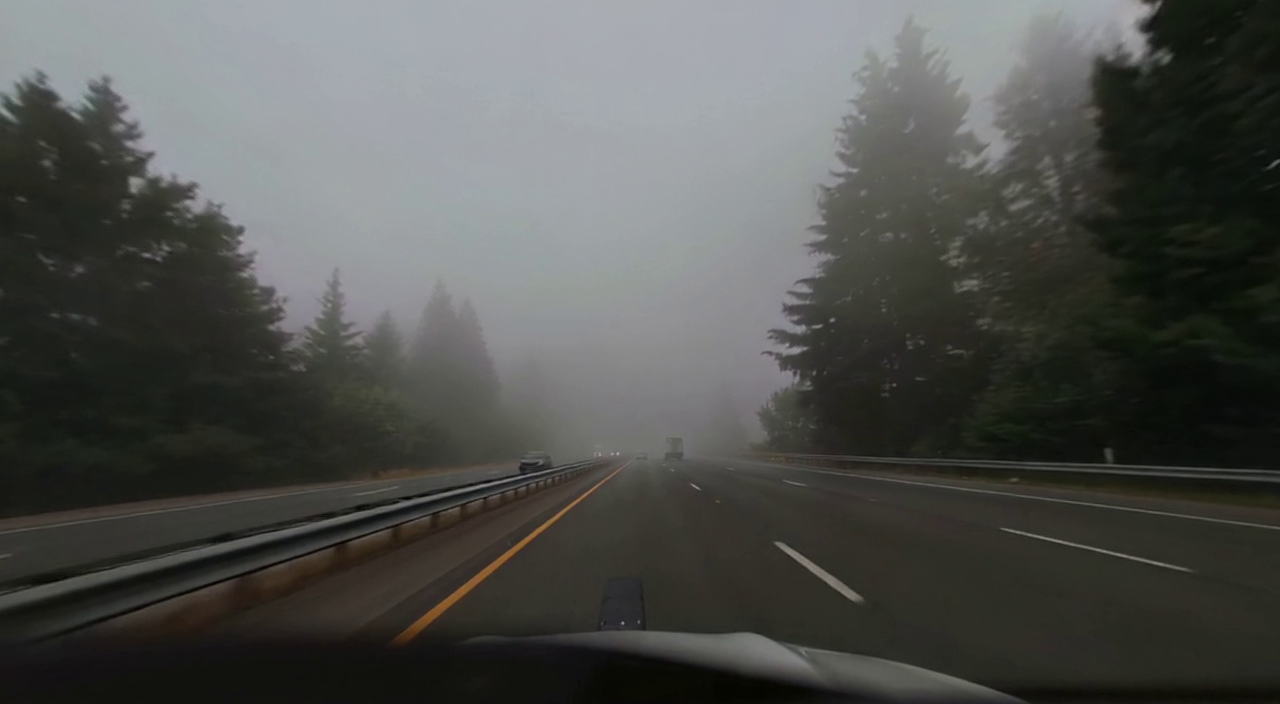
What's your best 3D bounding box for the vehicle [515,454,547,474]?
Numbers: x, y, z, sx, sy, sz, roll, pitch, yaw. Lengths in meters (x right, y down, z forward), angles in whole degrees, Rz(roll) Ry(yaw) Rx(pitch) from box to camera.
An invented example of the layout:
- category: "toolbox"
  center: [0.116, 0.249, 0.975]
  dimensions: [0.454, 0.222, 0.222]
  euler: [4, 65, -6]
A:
- category: "vehicle"
  center: [-8.564, 8.836, 49.864]
  dimensions: [1.777, 1.444, 4.029]
  euler: [0, -9, 1]
